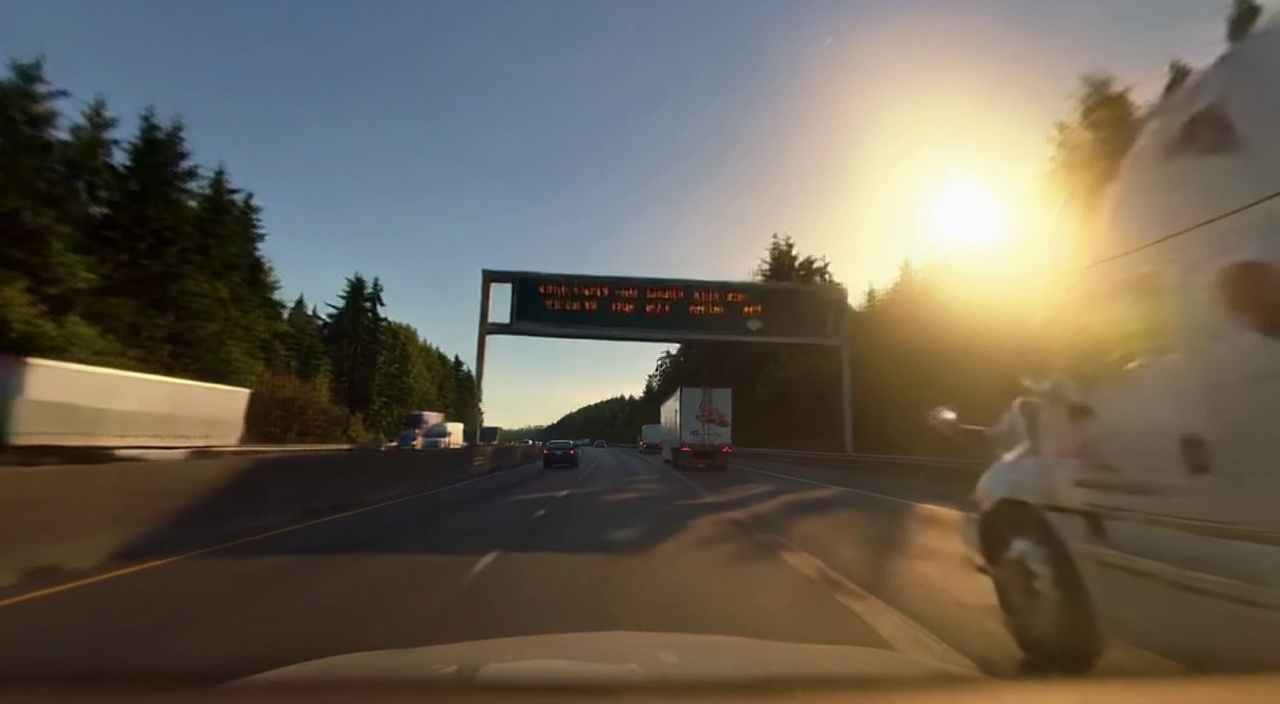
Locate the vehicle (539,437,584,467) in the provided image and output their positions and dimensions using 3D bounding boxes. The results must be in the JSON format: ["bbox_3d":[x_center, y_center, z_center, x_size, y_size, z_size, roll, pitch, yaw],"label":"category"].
[{"bbox_3d":[-4.549,5.877,37.050,2.206,1.644,4.027,0,-8,-1],"label":"vehicle"}]

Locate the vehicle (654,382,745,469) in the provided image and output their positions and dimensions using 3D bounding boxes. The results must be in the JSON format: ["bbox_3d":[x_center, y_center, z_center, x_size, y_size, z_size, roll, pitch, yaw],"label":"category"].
[{"bbox_3d":[2.877,4.337,35.793,3.116,3.992,13.748,0,-8,-3],"label":"vehicle"}]

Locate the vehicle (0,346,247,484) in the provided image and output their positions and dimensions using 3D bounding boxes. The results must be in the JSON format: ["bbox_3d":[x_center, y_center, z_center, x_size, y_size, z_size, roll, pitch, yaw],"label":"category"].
[{"bbox_3d":[-20.829,2.634,23.878,3.204,4.048,14.112,0,-8,-2],"label":"vehicle"}]
